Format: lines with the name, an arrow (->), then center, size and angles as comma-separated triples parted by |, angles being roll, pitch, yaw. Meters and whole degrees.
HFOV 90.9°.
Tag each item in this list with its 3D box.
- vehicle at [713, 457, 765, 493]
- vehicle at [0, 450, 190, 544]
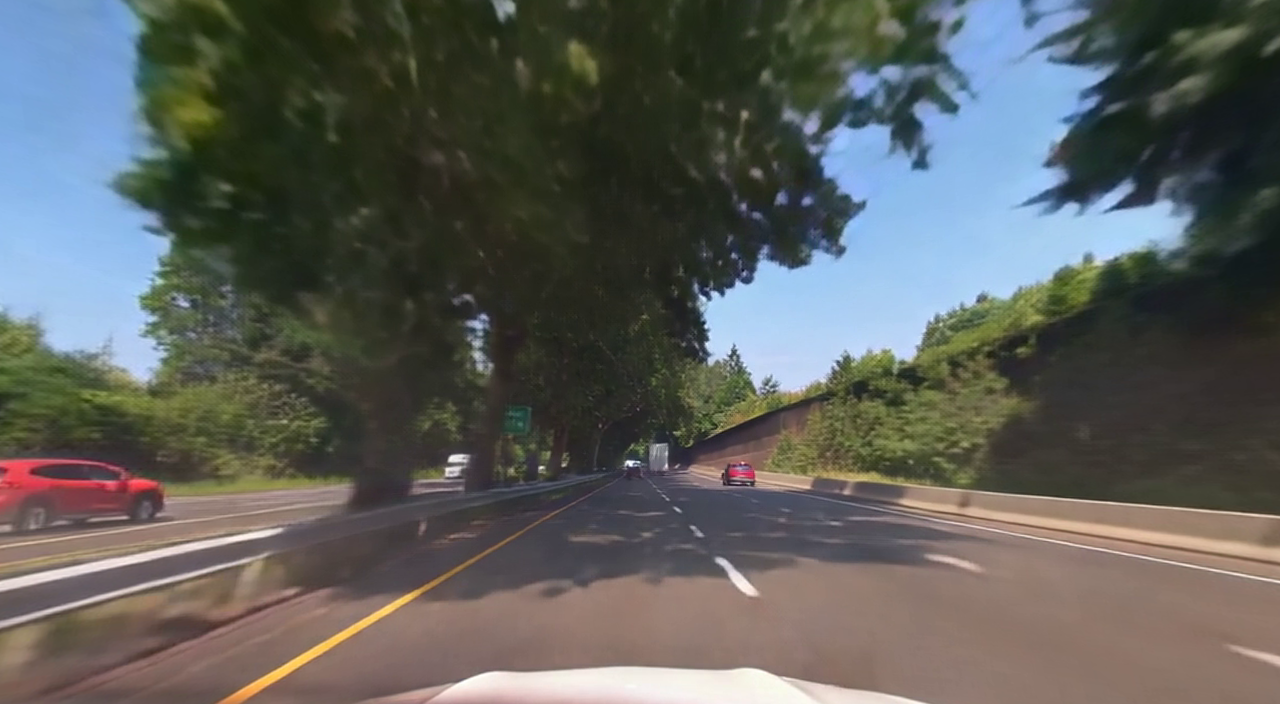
vehicle -> 5.302, 6.650, 34.259 | 1.998, 1.776, 4.663 | 1, -10, -1
vehicle -> -12.144, 2.890, 13.037 | 1.952, 1.618, 4.859 | 1, -10, 1
